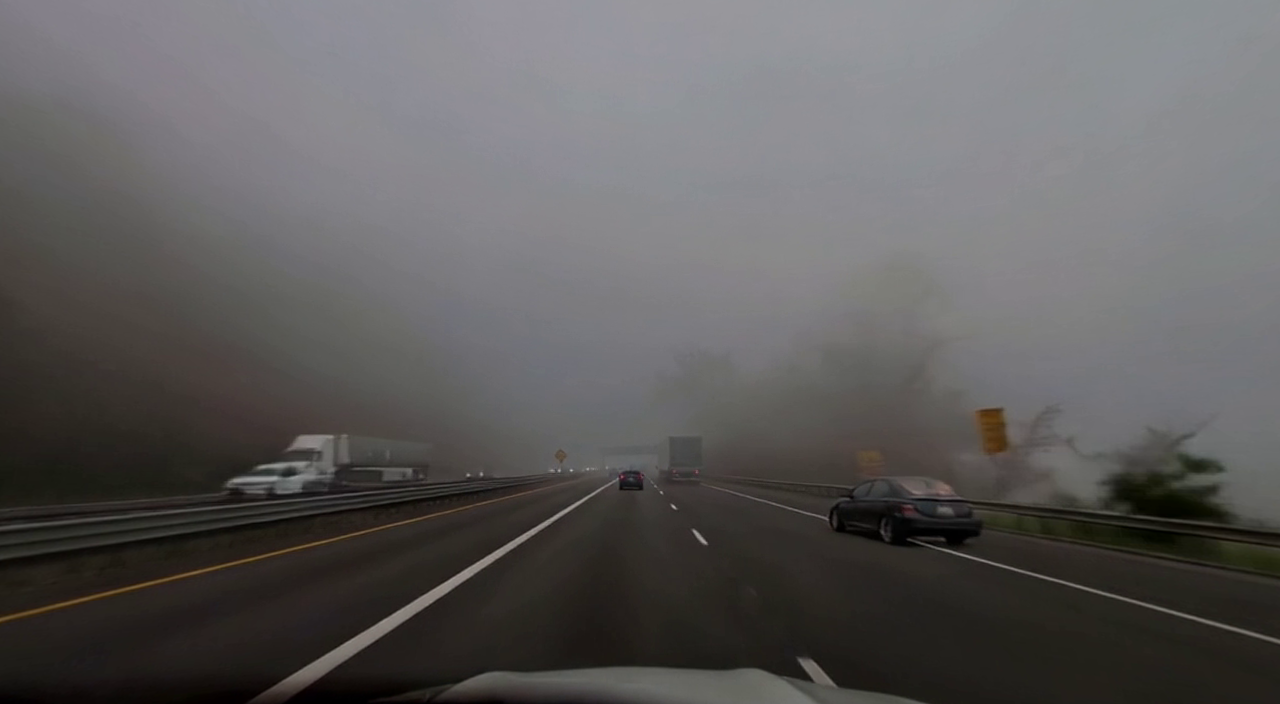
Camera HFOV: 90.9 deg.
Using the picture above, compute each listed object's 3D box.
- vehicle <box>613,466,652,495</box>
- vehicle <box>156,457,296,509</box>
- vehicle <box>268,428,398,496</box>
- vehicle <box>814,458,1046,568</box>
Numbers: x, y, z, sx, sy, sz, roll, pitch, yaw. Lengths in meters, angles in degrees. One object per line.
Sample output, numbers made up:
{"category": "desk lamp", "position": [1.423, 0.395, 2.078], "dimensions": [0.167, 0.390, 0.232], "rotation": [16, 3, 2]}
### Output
{"category": "vehicle", "position": [-0.419, 6.961, 34.369], "dimensions": [2.010, 1.436, 3.973], "rotation": [1, -10, -1]}
{"category": "vehicle", "position": [-16.357, 5.209, 25.344], "dimensions": [2.027, 1.800, 5.243], "rotation": [1, -10, 0]}
{"category": "vehicle", "position": [-20.053, 7.445, 42.416], "dimensions": [2.946, 3.818, 11.566], "rotation": [-1, -10, 0]}
{"category": "vehicle", "position": [4.642, 2.643, 10.980], "dimensions": [1.897, 1.476, 4.334], "rotation": [1, -10, -1]}
